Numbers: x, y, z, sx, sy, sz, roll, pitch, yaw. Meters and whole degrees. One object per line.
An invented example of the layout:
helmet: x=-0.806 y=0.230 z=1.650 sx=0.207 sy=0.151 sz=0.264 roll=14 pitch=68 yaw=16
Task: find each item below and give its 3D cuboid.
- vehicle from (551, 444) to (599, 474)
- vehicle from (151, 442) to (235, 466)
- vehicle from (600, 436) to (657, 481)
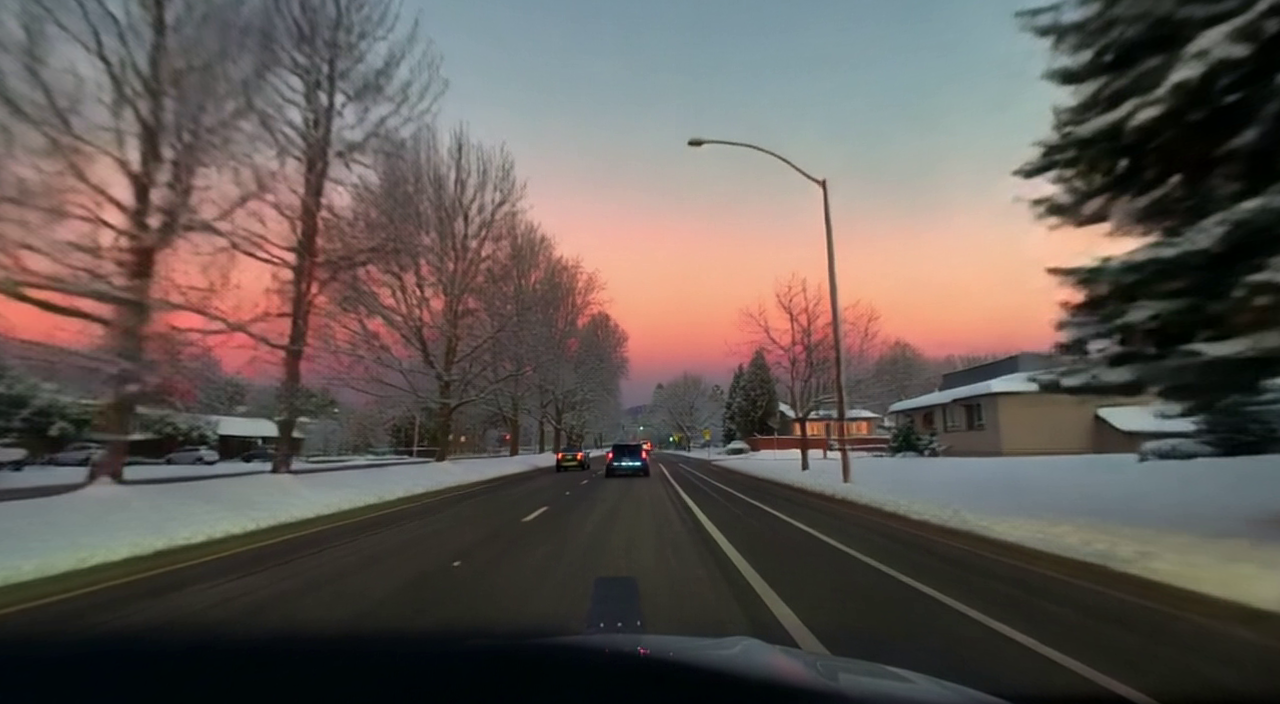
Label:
vehicle: x=-3.381 y=5.662 z=33.495 sx=2.032 sy=1.433 sz=4.458 roll=0 pitch=-9 yaw=1
vehicle: x=-33.095 y=7.585 z=46.566 sx=4.564 sy=1.717 sz=1.977 roll=0 pitch=-9 yaw=-1
vehicle: x=-0.441 y=4.472 z=26.546 sx=2.220 sy=1.742 sz=4.047 roll=0 pitch=-9 yaw=0
